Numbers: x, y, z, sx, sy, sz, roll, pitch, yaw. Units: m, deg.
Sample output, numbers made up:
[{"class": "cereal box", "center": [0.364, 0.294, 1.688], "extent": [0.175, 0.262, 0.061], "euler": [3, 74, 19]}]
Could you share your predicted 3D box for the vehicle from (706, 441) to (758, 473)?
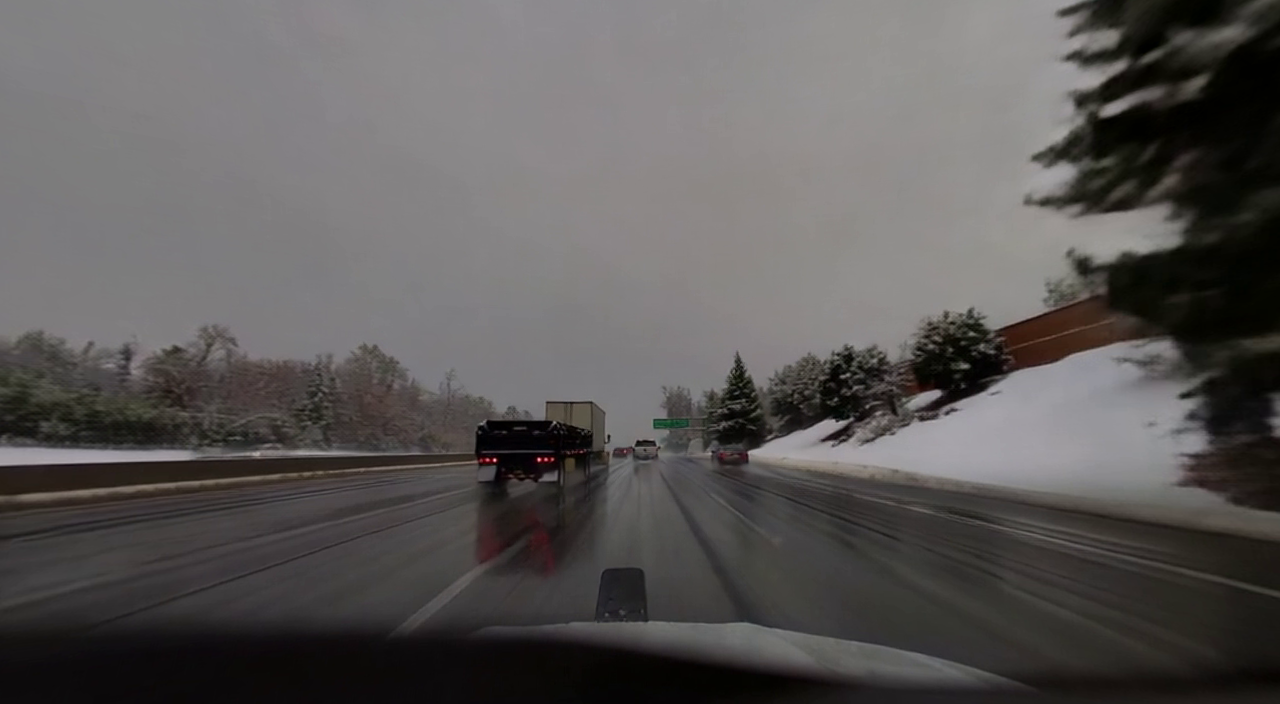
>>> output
[{"class": "vehicle", "center": [4.646, 5.340, 32.320], "extent": [1.993, 1.474, 4.230], "euler": [0, -8, 0]}]

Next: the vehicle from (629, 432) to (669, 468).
[{"class": "vehicle", "center": [0.588, 6.095, 39.348], "extent": [2.309, 2.023, 5.130], "euler": [-1, -8, 1]}]

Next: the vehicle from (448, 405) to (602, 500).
[{"class": "vehicle", "center": [-3.424, 3.769, 24.355], "extent": [2.854, 2.379, 16.653], "euler": [0, -8, 0]}]
